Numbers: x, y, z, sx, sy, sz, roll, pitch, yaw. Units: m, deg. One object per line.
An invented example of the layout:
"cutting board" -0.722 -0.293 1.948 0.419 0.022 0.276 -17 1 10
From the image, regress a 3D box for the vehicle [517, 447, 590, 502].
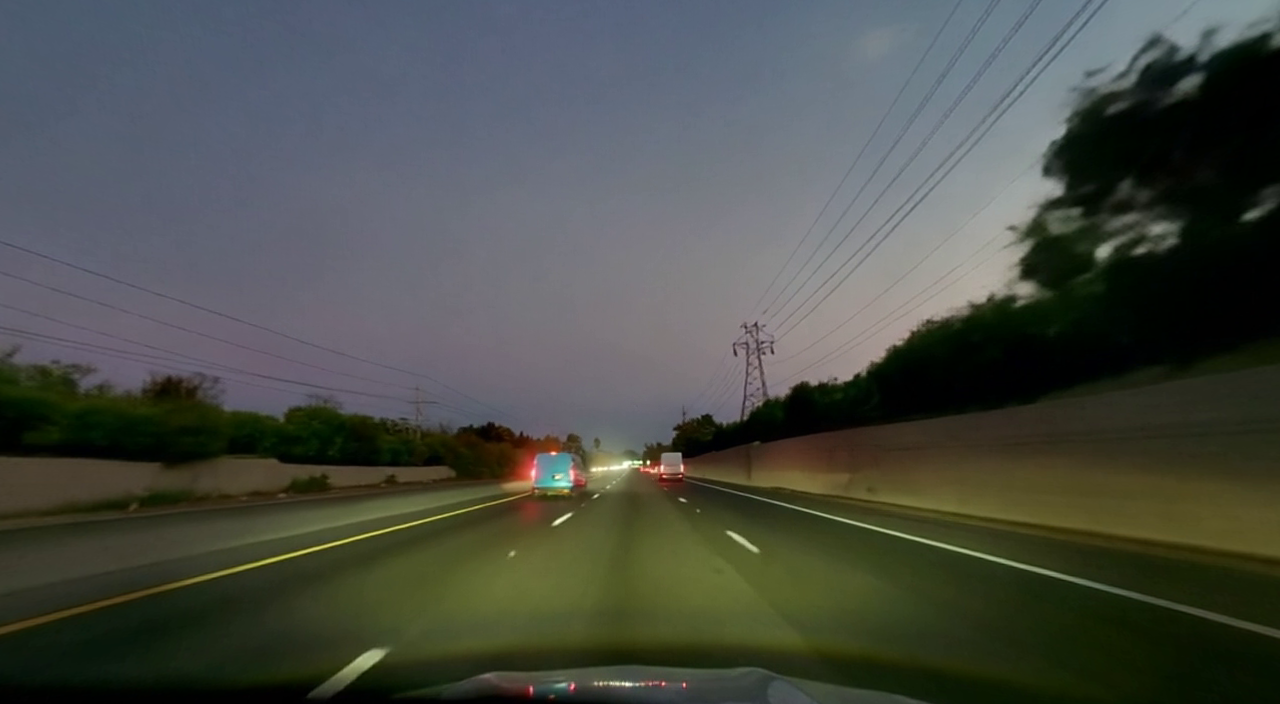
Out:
"vehicle" -3.428 5.021 25.945 2.324 2.008 4.654 1 -11 0
